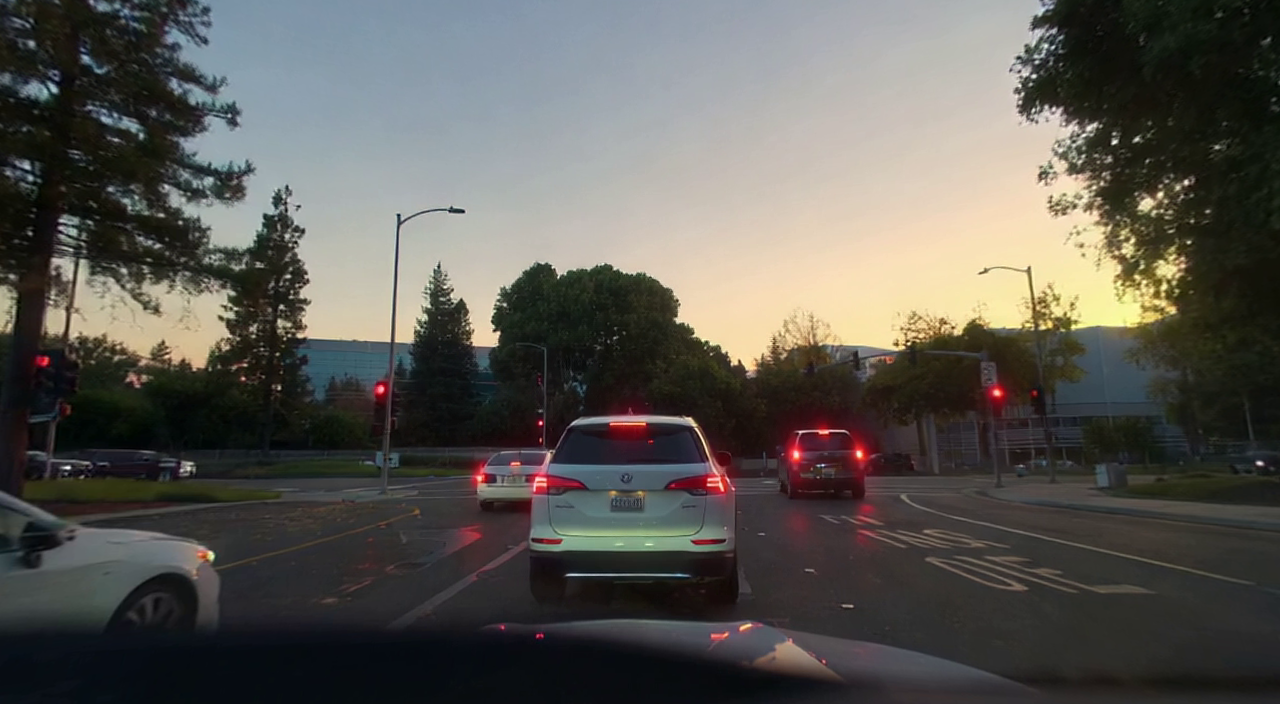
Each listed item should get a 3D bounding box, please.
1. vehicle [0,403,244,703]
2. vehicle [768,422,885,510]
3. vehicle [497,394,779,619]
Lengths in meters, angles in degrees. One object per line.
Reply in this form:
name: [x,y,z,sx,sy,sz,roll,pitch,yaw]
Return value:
vehicle: [-3.389,0.801,1.511,1.913,1.453,4.413,0,-8,1]
vehicle: [4.813,2.988,16.944,2.084,2.053,4.073,-1,-8,4]
vehicle: [-0.036,1.527,7.176,2.203,1.757,4.286,0,-8,-1]
